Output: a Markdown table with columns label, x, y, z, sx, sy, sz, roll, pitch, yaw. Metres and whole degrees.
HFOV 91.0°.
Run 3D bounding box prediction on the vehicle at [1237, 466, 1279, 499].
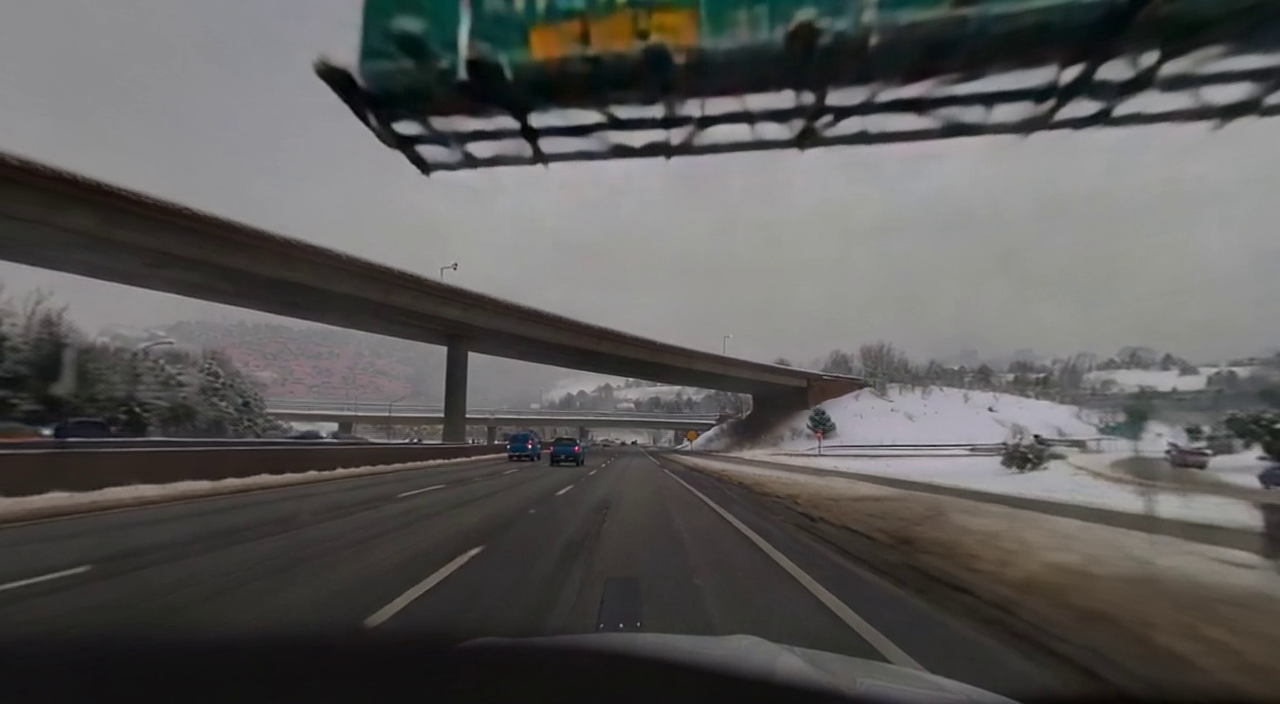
| label | x | y | z | sx | sy | sz | roll | pitch | yaw |
| --- | --- | --- | --- | --- | --- | --- | --- | --- | --- |
| vehicle | 34.836 | 7.096 | 34.396 | 1.944 | 1.528 | 4.123 | -4 | -9 | 25 |

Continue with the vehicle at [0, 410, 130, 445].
| label | x | y | z | sx | sy | sz | roll | pitch | yaw |
| --- | --- | --- | --- | --- | --- | --- | --- | --- | --- |
| vehicle | -30.091 | 4.043 | 33.038 | 1.941 | 1.677 | 5.525 | 0 | -8 | 0 |

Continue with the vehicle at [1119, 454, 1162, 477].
| label | x | y | z | sx | sy | sz | roll | pitch | yaw |
| --- | --- | --- | --- | --- | --- | --- | --- | --- | --- |
| vehicle | 36.950 | 8.369 | 46.577 | 1.929 | 1.517 | 3.993 | -5 | -10 | 32 |

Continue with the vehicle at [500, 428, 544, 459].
| label | x | y | z | sx | sy | sz | roll | pitch | yaw |
| --- | --- | --- | --- | --- | --- | --- | --- | --- | --- |
| vehicle | -8.036 | 6.315 | 43.405 | 2.132 | 1.984 | 4.639 | 0 | -8 | 0 |

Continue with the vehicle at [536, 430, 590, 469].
| label | x | y | z | sx | sy | sz | roll | pitch | yaw |
| --- | --- | --- | --- | --- | --- | --- | --- | --- | --- |
| vehicle | -3.864 | 5.022 | 32.527 | 2.144 | 1.847 | 4.850 | 0 | -8 | 0 |
